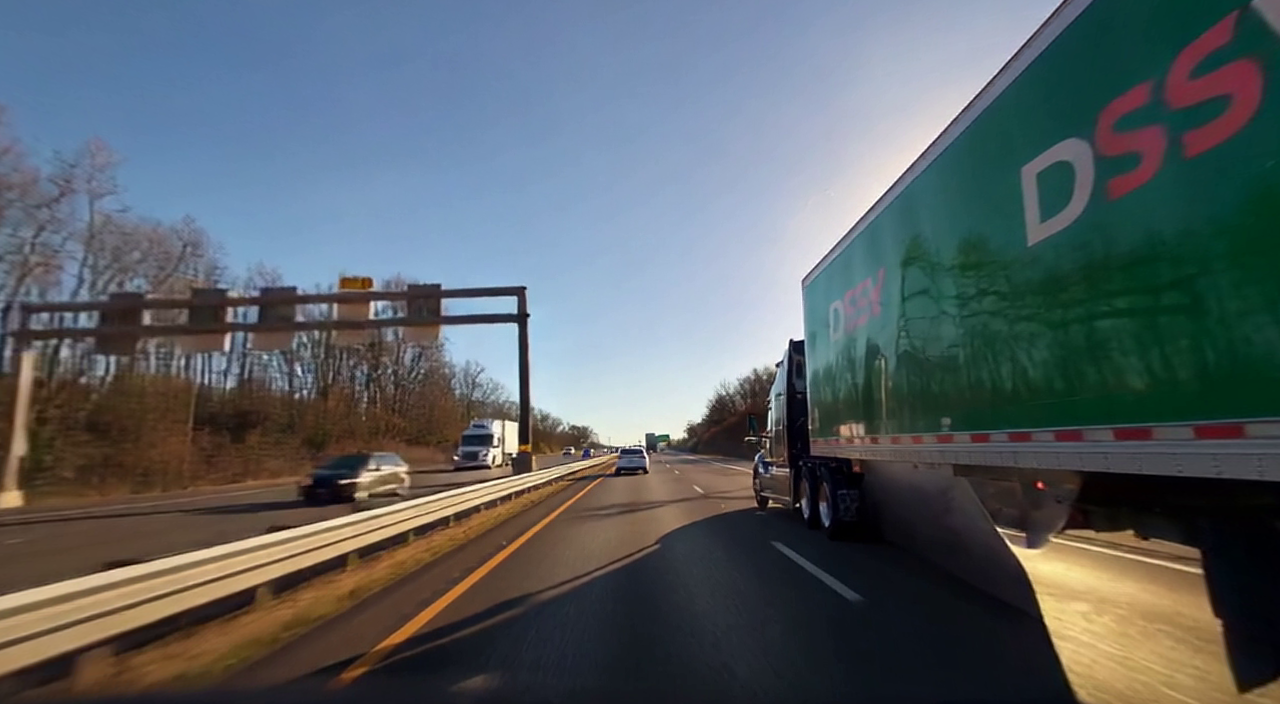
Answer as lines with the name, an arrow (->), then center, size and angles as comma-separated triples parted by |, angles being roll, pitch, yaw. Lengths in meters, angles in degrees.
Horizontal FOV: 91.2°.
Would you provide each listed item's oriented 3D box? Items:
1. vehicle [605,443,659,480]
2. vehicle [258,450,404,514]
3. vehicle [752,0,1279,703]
vehicle -> -0.333, 4.864, 28.010 | 2.244, 1.506, 4.097 | -1, -9, 0
vehicle -> -8.409, 3.541, 17.575 | 1.921, 1.519, 4.291 | -1, -9, 0
vehicle -> 4.502, 0.435, 8.334 | 3.317, 4.020, 14.141 | 0, -9, 0
